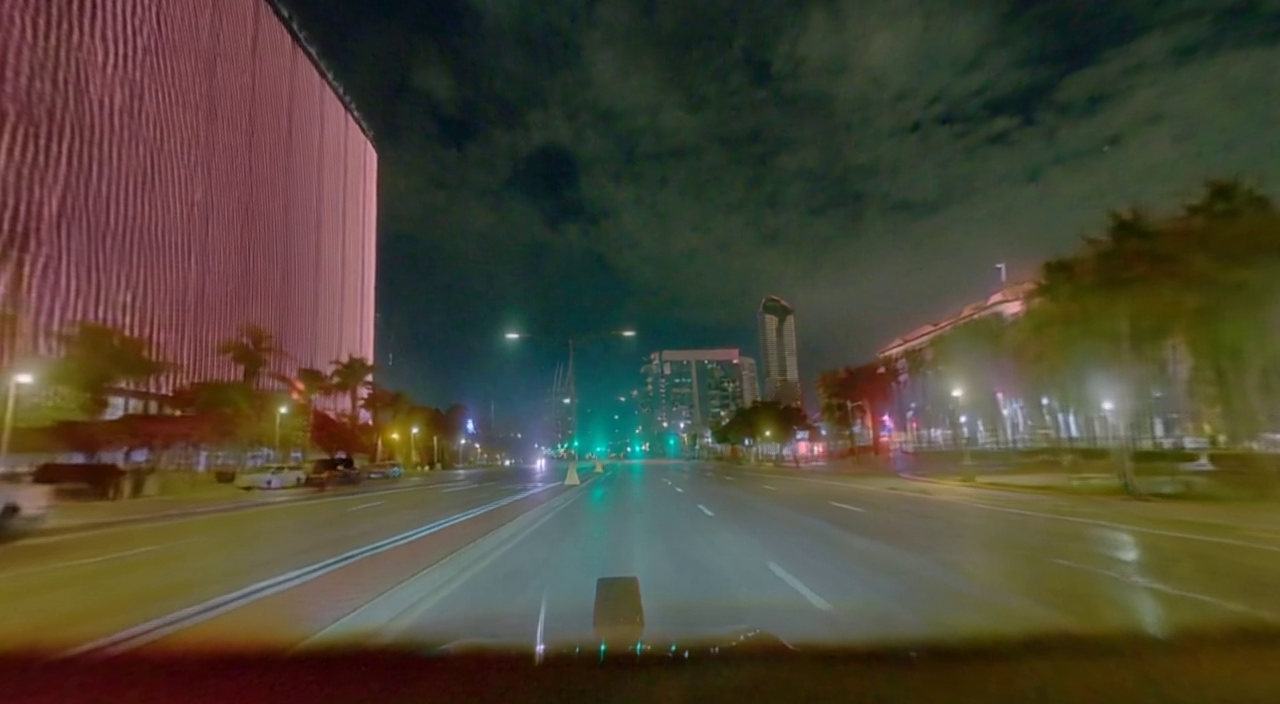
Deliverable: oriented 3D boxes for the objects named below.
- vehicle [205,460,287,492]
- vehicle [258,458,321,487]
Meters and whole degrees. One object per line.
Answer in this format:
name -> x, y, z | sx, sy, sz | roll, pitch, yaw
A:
vehicle -> -25.483, 8.033, 41.157 | 2.099, 1.814, 5.092 | 0, -8, -1
vehicle -> -25.878, 8.902, 46.910 | 2.136, 1.843, 5.019 | 0, -8, -5
